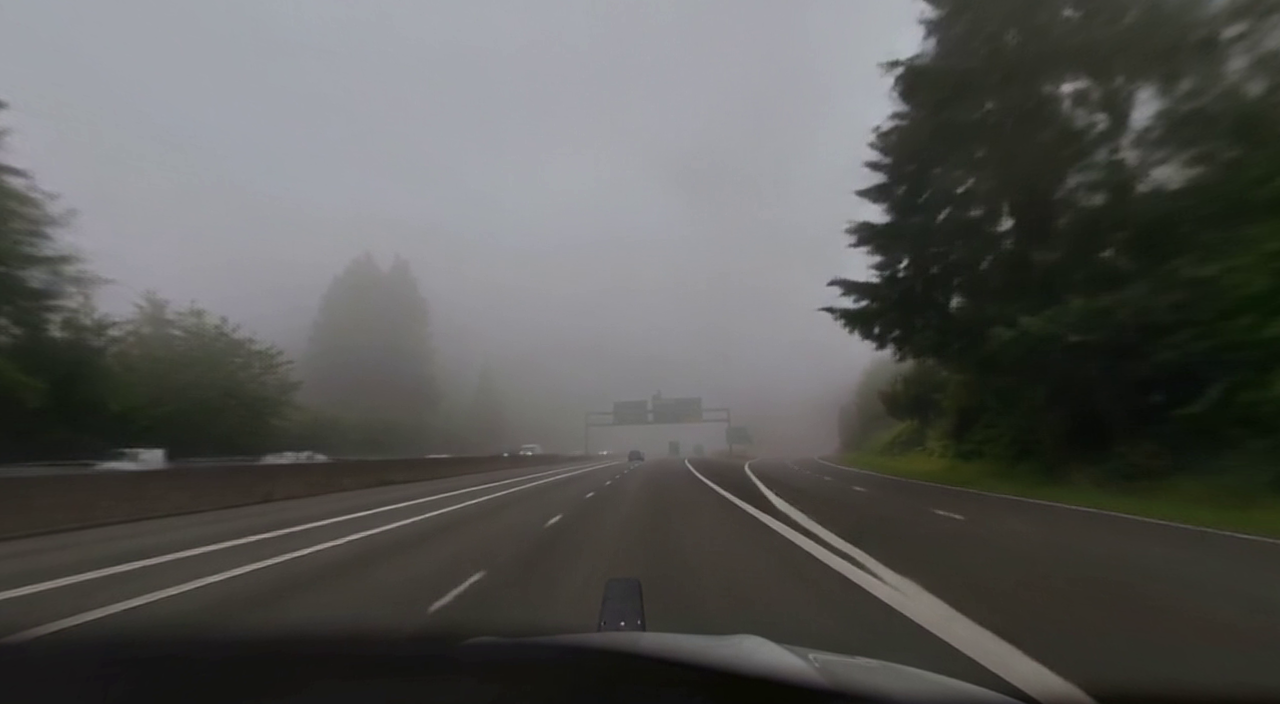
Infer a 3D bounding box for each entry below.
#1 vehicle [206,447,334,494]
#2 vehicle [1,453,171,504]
[{"bbox_3d":[-13.873,4.454,24.019,1.996,1.606,4.535,0,-9,2],"label":"vehicle"},{"bbox_3d":[-18.210,4.142,21.036,1.993,1.503,3.964,0,-9,1],"label":"vehicle"}]
